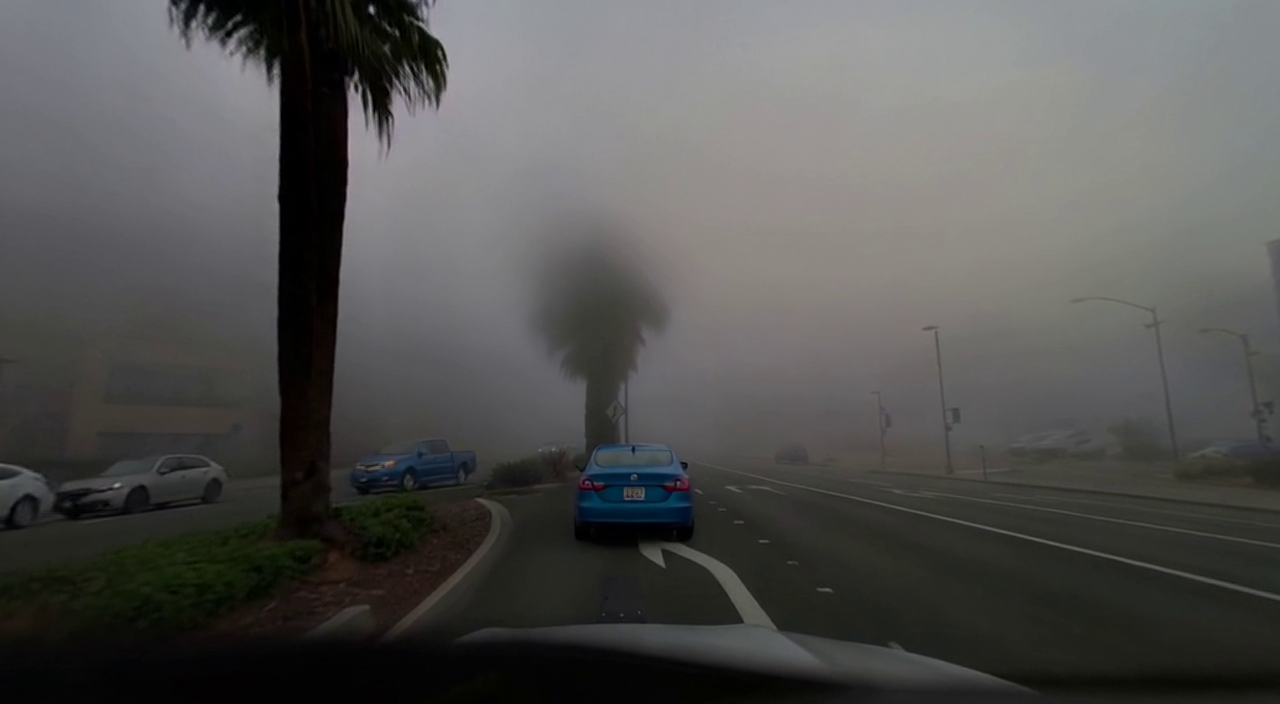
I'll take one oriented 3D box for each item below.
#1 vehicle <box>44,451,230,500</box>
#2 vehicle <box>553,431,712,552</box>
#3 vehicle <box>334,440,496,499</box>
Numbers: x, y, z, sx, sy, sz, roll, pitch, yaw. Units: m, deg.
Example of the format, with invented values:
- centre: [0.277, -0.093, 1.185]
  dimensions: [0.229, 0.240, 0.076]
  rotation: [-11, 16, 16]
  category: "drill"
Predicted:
- centre: [-16.667, 4.076, 21.092]
  dimensions: [4.585, 1.479, 2.088]
  rotation: [-1, -9, 5]
  category: "vehicle"
- centre: [-0.288, 2.057, 10.106]
  dimensions: [1.986, 1.473, 4.382]
  rotation: [1, -9, -5]
  category: "vehicle"
- centre: [-6.671, 3.410, 18.708]
  dimensions: [4.457, 1.552, 2.095]
  rotation: [-5, -10, 31]
  category: "vehicle"
